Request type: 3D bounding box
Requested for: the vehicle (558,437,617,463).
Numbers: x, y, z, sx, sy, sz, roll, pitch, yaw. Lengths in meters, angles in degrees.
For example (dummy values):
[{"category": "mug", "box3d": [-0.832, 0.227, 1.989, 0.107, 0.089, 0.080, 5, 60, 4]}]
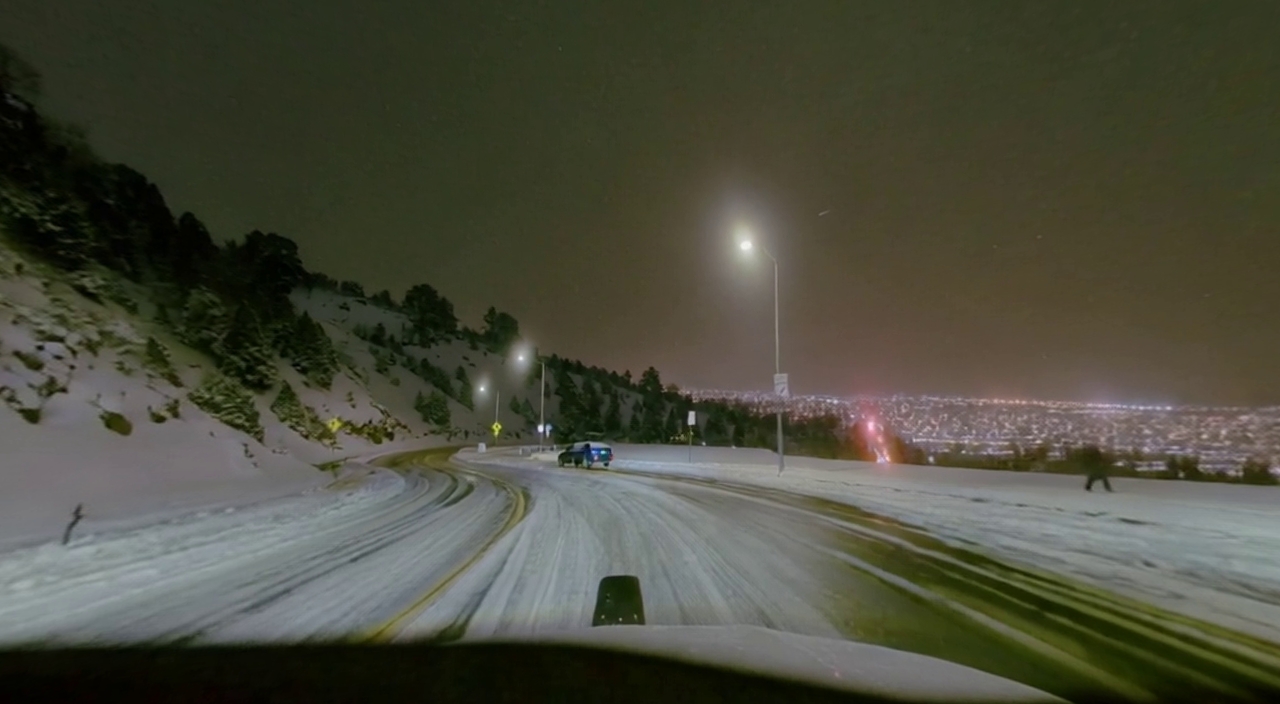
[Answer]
[{"category": "vehicle", "box3d": [-3.458, 6.644, 42.838, 2.064, 1.667, 4.453, -4, -10, 24]}]
